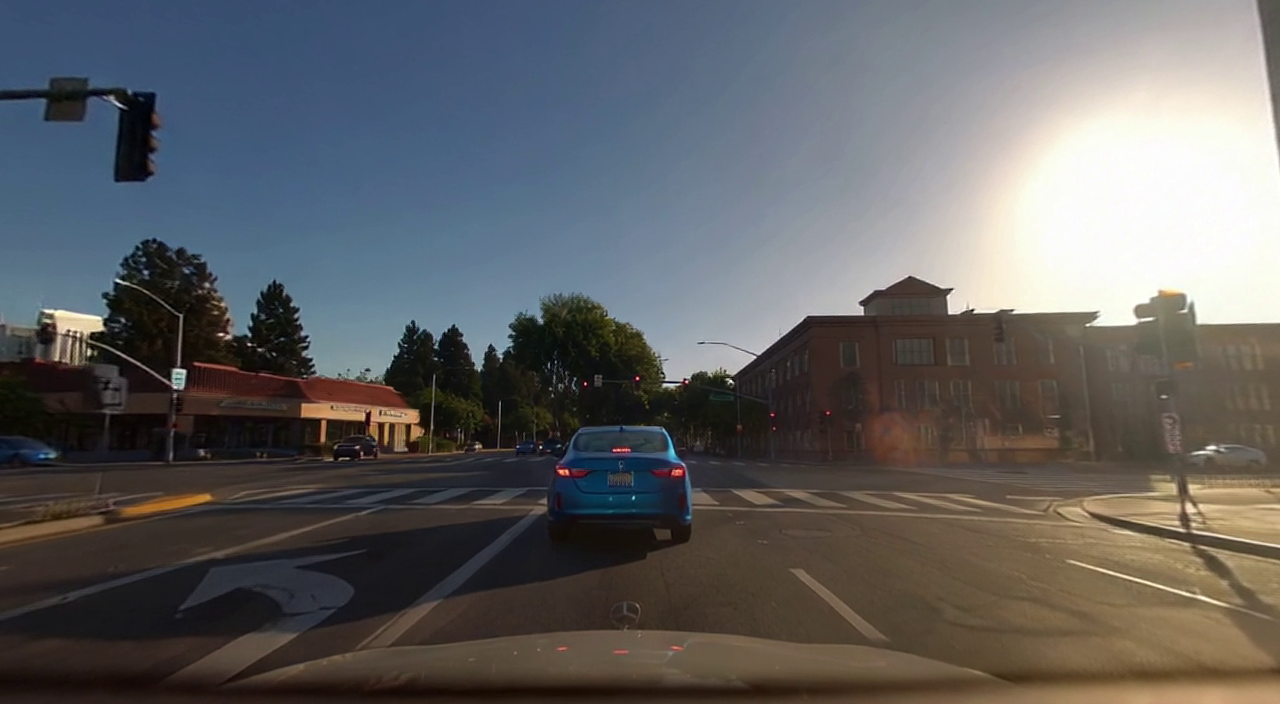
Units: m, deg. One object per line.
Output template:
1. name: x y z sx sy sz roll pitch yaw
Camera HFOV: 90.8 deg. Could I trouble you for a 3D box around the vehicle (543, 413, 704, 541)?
1. vehicle: -0.253 1.898 10.146 2.066 1.618 3.922 0 -8 -1
